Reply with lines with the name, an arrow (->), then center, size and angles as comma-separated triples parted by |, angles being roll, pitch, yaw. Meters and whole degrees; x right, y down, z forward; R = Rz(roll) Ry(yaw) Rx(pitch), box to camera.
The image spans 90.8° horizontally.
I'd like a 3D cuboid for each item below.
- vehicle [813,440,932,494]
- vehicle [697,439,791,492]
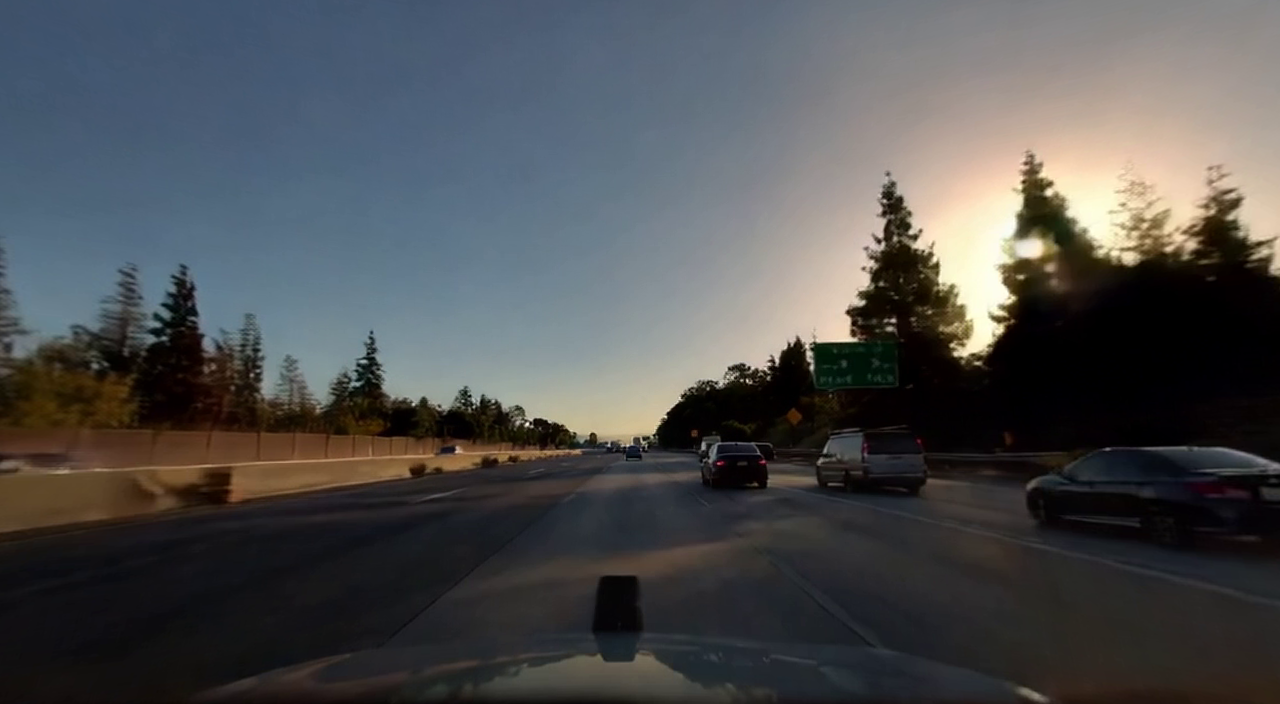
vehicle -> 7.112, 3.559, 19.925 | 1.946, 1.497, 4.467 | 0, -9, -1
vehicle -> 3.148, 3.557, 20.139 | 2.076, 1.472, 4.562 | 0, -9, -2
